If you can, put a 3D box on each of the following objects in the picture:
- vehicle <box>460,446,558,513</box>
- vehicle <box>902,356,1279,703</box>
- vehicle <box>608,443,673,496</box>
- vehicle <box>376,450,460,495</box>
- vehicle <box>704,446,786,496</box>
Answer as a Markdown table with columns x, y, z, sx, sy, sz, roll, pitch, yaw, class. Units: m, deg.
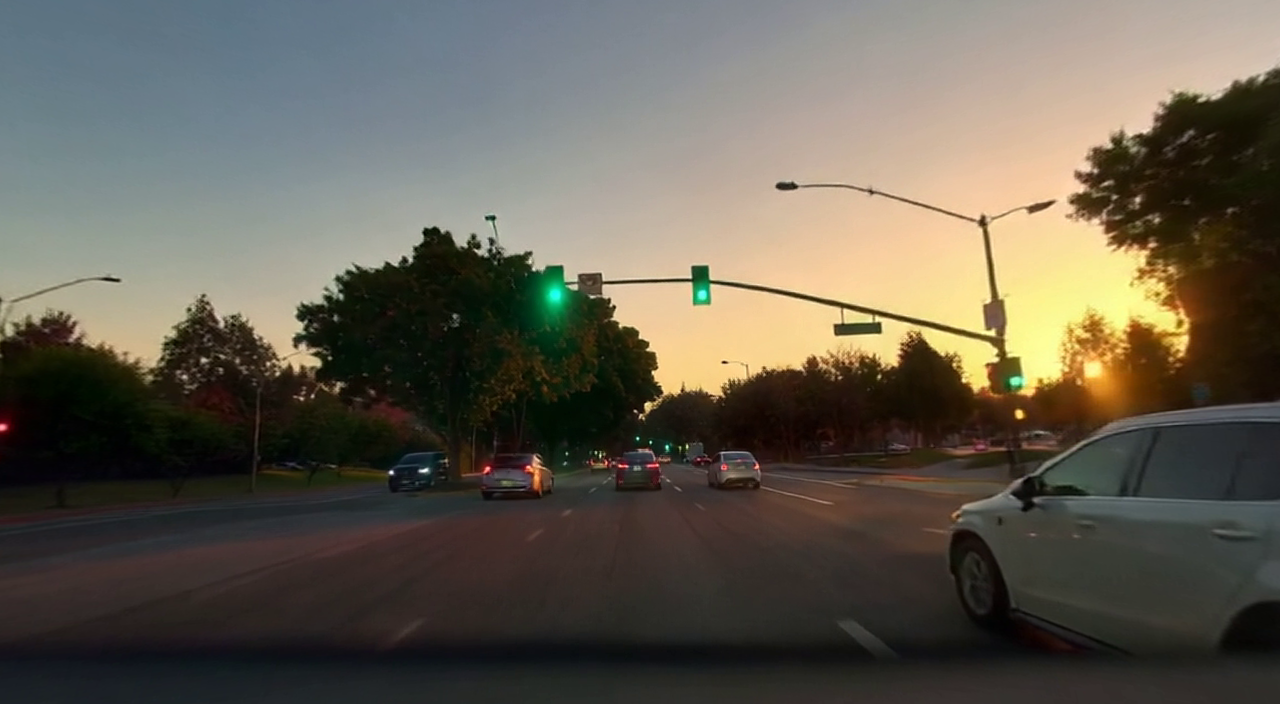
| x | y | z | sx | sy | sz | roll | pitch | yaw | class |
| --- | --- | --- | --- | --- | --- | --- | --- | --- | --- |
| -3.470 | 3.439 | 17.544 | 1.823 | 1.602 | 4.061 | 0 | -8 | 0 | vehicle |
| 3.319 | 0.963 | 3.072 | 2.069 | 1.644 | 4.714 | 0 | -8 | 0 | vehicle |
| -0.001 | 4.176 | 22.892 | 2.150 | 1.725 | 4.096 | 0 | -8 | 0 | vehicle |
| -9.514 | 5.170 | 27.478 | 2.045 | 1.730 | 4.375 | 0 | -8 | 0 | vehicle |
| 3.537 | 4.099 | 22.132 | 2.068 | 1.541 | 4.041 | 0 | -8 | -1 | vehicle |
